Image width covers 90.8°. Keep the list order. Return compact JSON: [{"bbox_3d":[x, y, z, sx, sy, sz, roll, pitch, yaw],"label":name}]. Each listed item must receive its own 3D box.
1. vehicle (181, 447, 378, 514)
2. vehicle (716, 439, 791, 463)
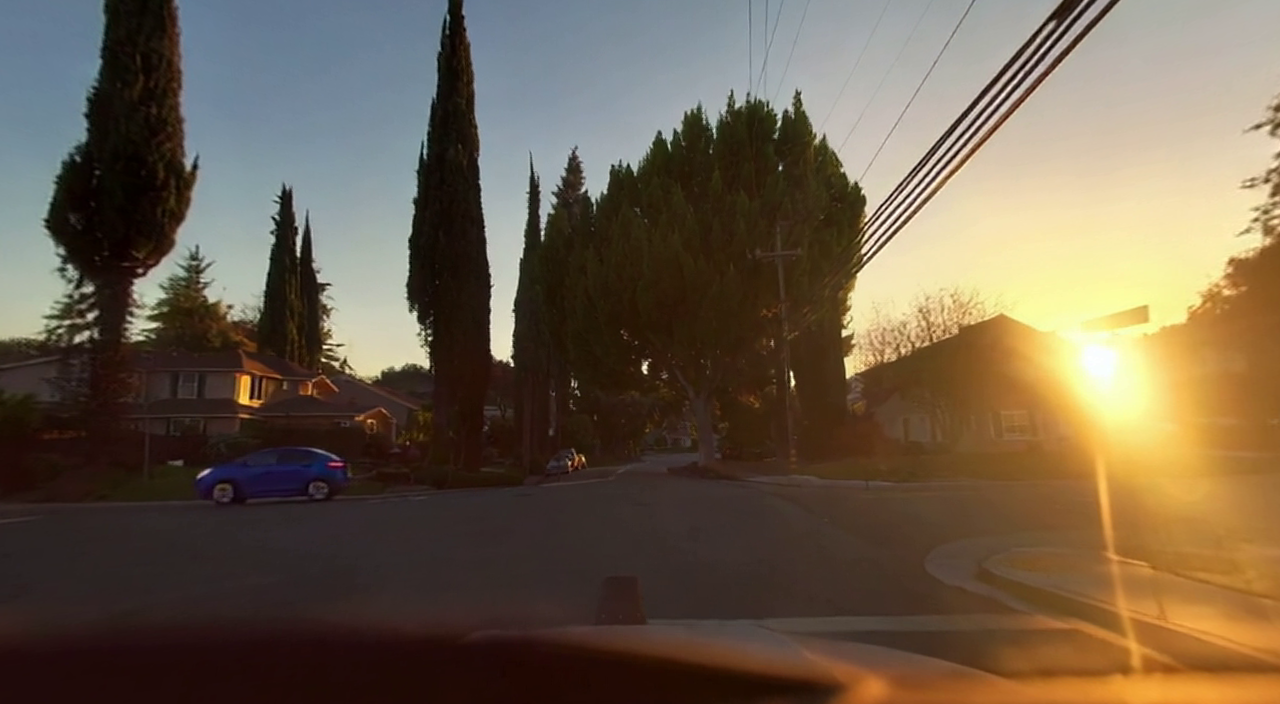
[{"bbox_3d":[-9.961,3.466,17.639,4.396,1.596,1.988,6,-11,-38],"label":"vehicle"},{"bbox_3d":[7.959,6.959,44.506,4.784,1.647,1.947,0,-8,-4],"label":"vehicle"}]
